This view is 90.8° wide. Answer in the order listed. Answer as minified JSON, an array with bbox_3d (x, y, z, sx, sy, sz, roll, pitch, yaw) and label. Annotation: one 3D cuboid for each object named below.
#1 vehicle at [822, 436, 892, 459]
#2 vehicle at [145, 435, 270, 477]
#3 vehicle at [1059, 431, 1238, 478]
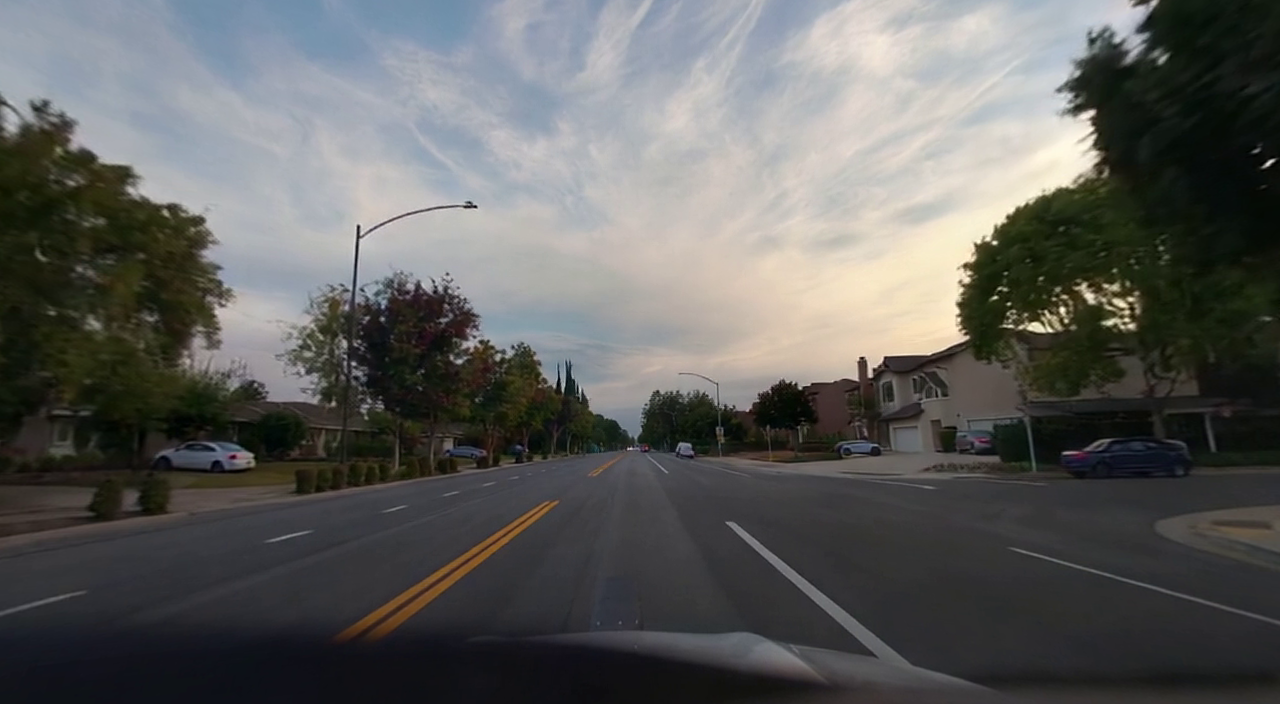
[{"bbox_3d":[16.164,7.163,47.228,4.443,1.497,2.168,-2,-9,0],"label":"vehicle"},{"bbox_3d":[-22.274,5.376,32.736,4.722,1.983,2.346,-1,-8,-2],"label":"vehicle"},{"bbox_3d":[20.925,4.232,26.208,5.457,1.789,2.169,0,-8,0],"label":"vehicle"}]
